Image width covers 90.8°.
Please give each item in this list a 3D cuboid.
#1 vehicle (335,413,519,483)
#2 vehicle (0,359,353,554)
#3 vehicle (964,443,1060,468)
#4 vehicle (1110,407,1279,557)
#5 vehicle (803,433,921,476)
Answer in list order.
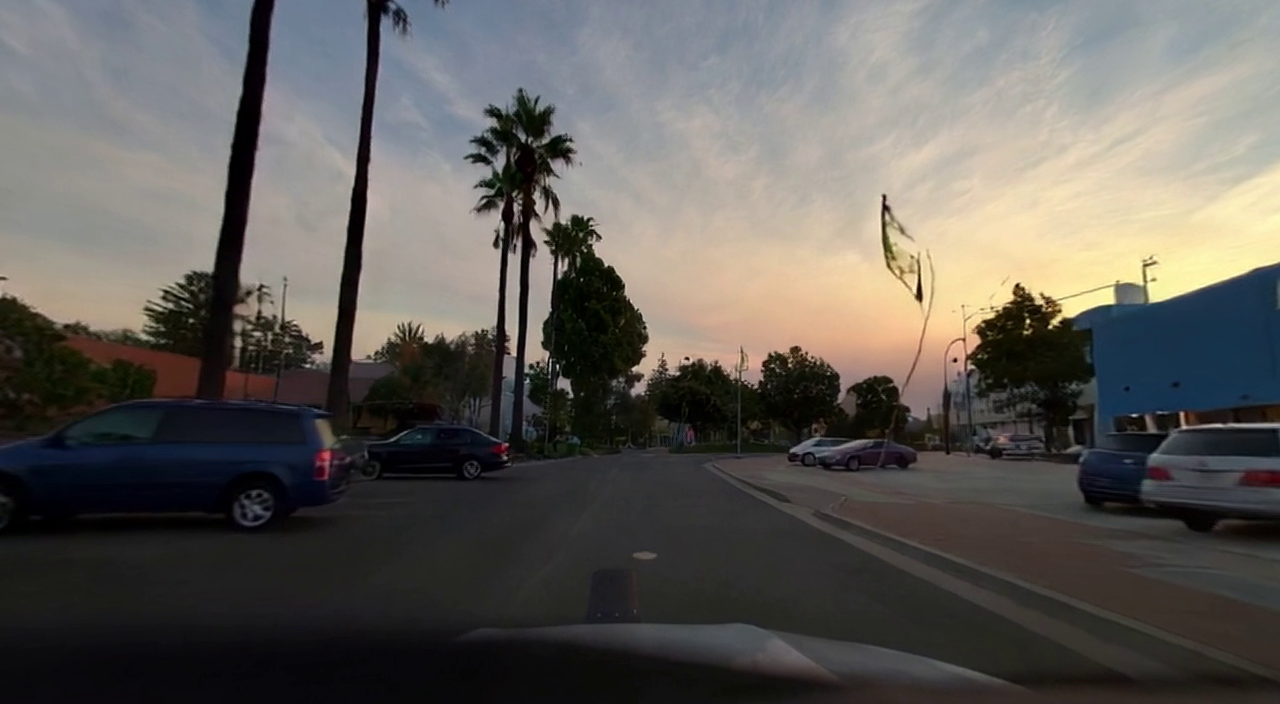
[{"bbox_3d":[-6.350,2.897,19.104,4.787,1.867,2.092,6,-10,-34],"label":"vehicle"},{"bbox_3d":[-6.048,1.146,7.102,4.763,1.801,2.013,6,-10,-34],"label":"vehicle"},{"bbox_3d":[24.889,6.921,42.434,1.785,1.539,5.214,7,-11,-34],"label":"vehicle"},{"bbox_3d":[9.566,1.767,9.037,4.868,1.754,2.132,3,-9,-21],"label":"vehicle"},{"bbox_3d":[9.741,4.516,27.683,4.758,1.759,2.068,5,-11,-27],"label":"vehicle"}]
